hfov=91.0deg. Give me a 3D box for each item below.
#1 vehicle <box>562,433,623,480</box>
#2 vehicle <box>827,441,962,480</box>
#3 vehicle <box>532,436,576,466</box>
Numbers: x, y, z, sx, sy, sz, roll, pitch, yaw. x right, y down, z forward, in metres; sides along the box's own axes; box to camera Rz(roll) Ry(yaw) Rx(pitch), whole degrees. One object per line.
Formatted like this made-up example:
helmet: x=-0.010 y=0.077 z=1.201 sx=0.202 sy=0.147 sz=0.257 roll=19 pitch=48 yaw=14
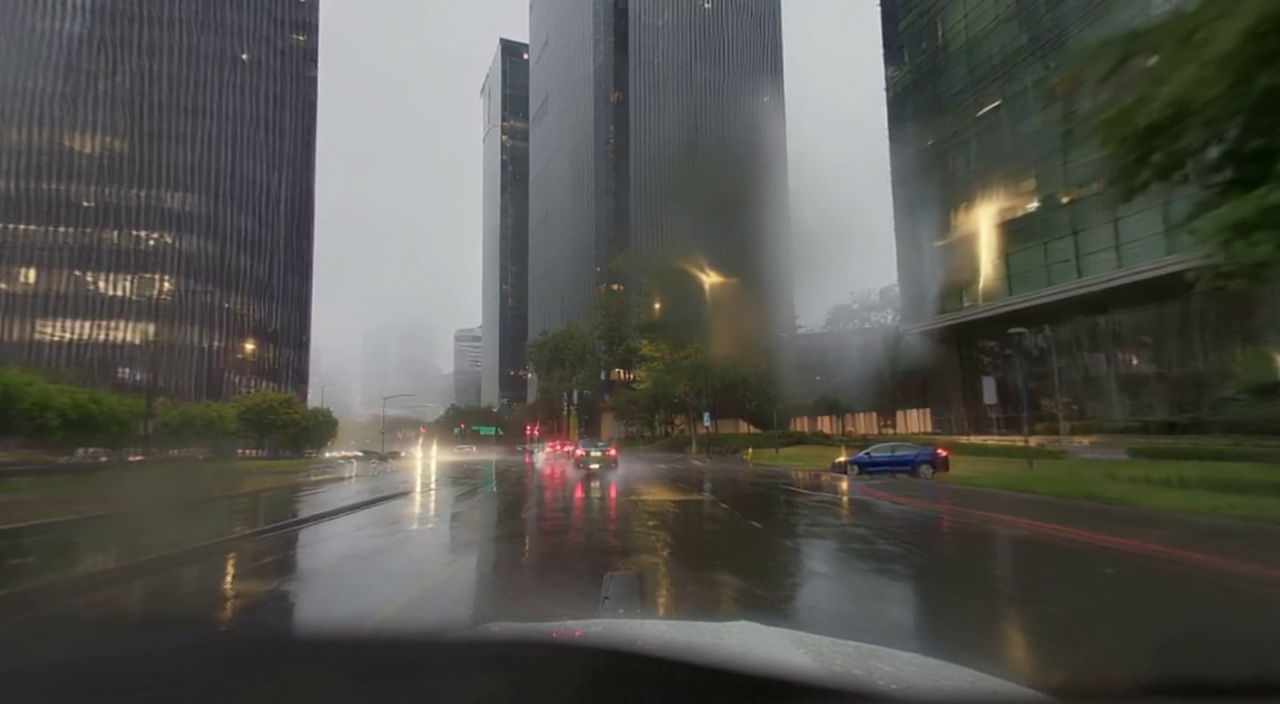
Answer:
vehicle: x=-1.865 y=4.064 z=24.818 sx=2.183 sy=1.675 sz=4.319 roll=1 pitch=-8 yaw=-4
vehicle: x=10.295 y=4.419 z=25.819 sx=4.645 sy=1.505 sz=2.100 roll=-1 pitch=-8 yaw=5
vehicle: x=-5.374 y=6.089 z=38.993 sx=2.121 sy=1.728 sz=4.161 roll=2 pitch=-9 yaw=-15
